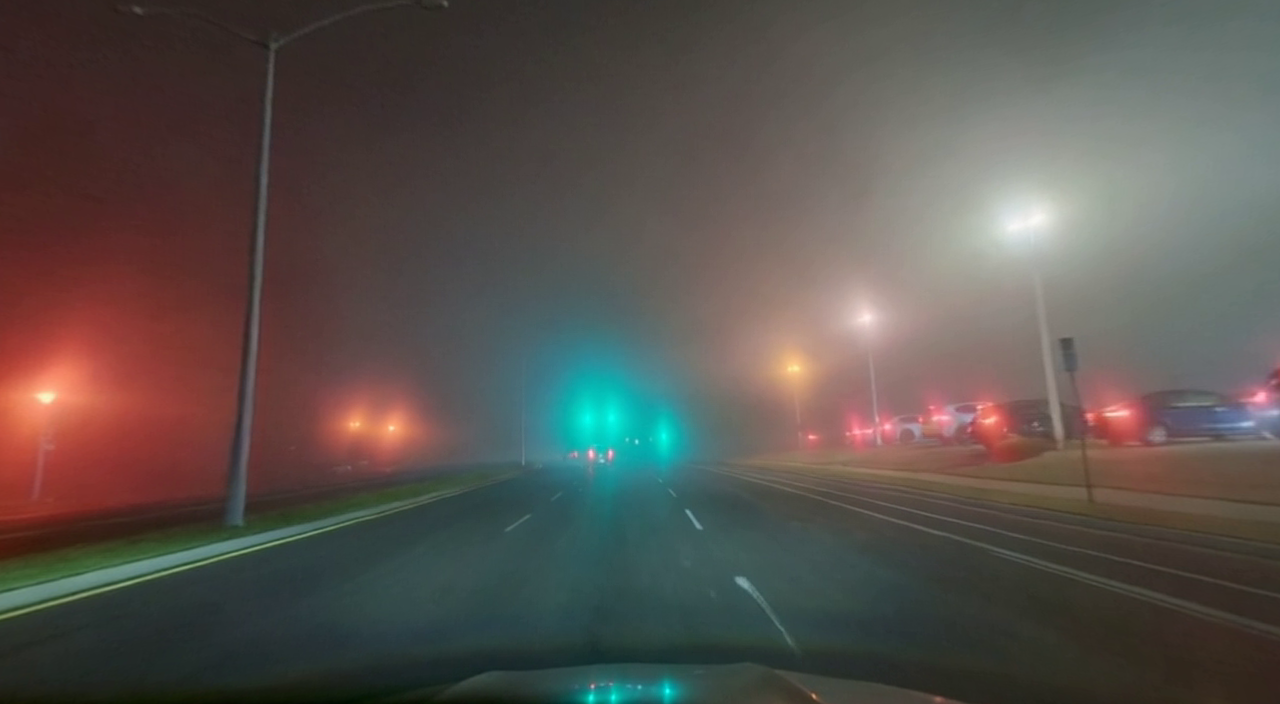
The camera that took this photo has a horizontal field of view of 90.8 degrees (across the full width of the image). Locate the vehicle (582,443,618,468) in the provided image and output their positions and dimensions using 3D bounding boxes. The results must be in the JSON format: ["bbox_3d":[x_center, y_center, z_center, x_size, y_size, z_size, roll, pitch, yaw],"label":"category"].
[{"bbox_3d":[-2.893,7.201,44.326,2.197,1.642,4.312,1,-8,-8],"label":"vehicle"}]

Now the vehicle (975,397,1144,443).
[{"bbox_3d":[15.152,2.511,22.996,4.742,1.602,1.999,0,-8,-2],"label":"vehicle"}]

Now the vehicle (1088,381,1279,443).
[{"bbox_3d":[15.614,1.726,17.632,4.527,1.620,2.120,-1,-8,3],"label":"vehicle"}]
